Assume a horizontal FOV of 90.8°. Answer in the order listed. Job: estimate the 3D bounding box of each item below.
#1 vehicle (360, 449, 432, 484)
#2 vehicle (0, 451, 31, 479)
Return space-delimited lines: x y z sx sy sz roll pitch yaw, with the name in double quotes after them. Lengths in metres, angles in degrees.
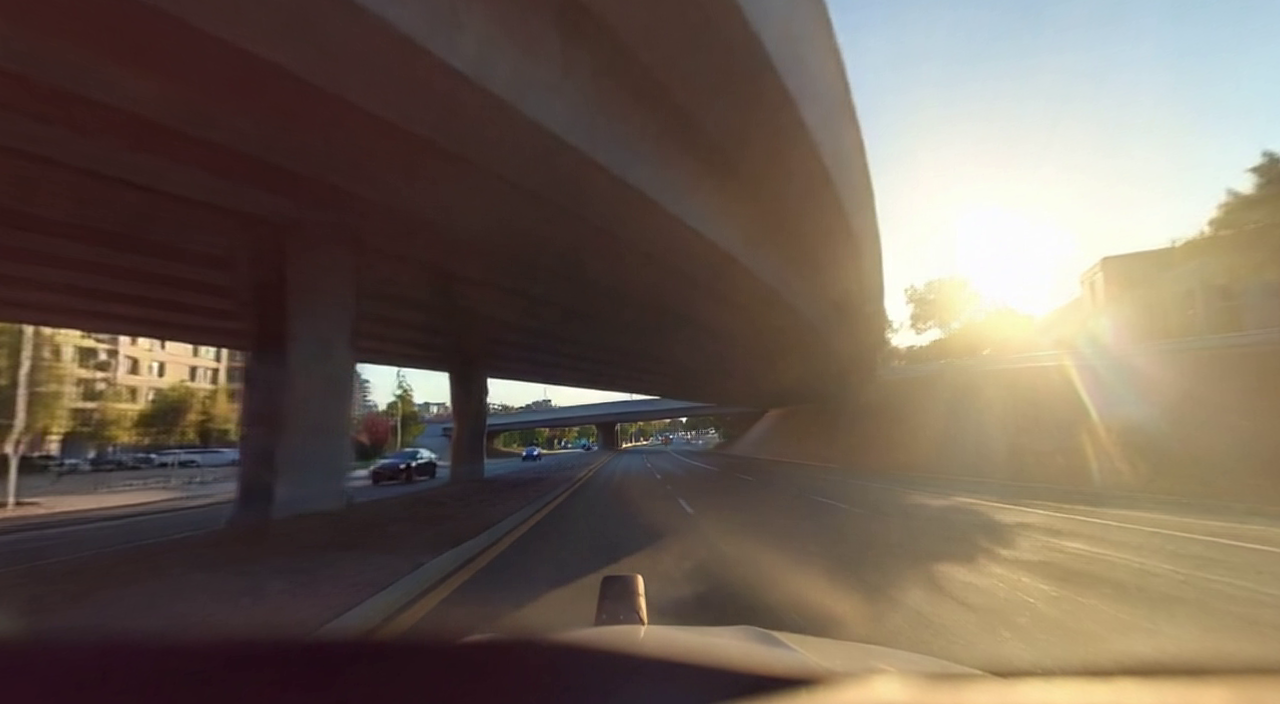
-12.229 5.746 32.000 1.932 1.615 4.235 0 -9 0 "vehicle"
-49.939 8.843 49.541 4.715 2.043 2.247 -7 -11 38 "vehicle"
